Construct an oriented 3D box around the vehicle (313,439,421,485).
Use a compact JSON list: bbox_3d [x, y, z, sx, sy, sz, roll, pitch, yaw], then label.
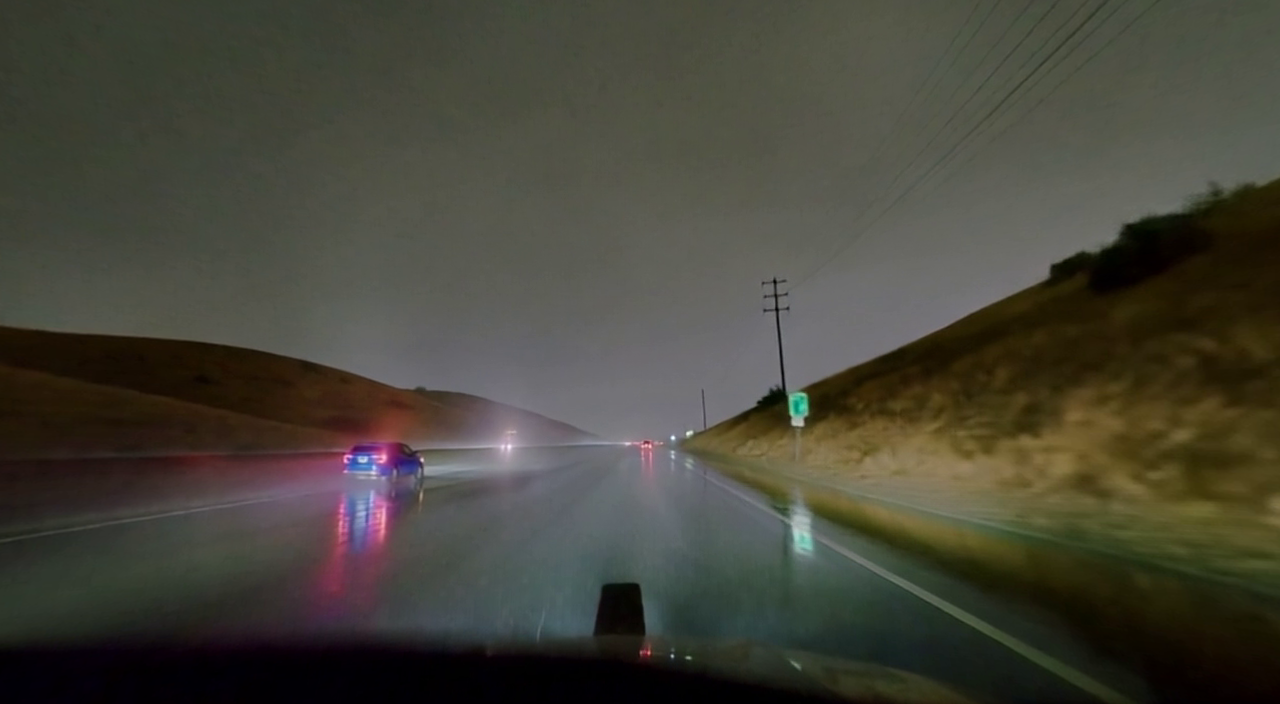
[{"bbox_3d":[-10.378,4.200,24.439,1.971,1.558,4.847,0,-8,0],"label":"vehicle"}]
